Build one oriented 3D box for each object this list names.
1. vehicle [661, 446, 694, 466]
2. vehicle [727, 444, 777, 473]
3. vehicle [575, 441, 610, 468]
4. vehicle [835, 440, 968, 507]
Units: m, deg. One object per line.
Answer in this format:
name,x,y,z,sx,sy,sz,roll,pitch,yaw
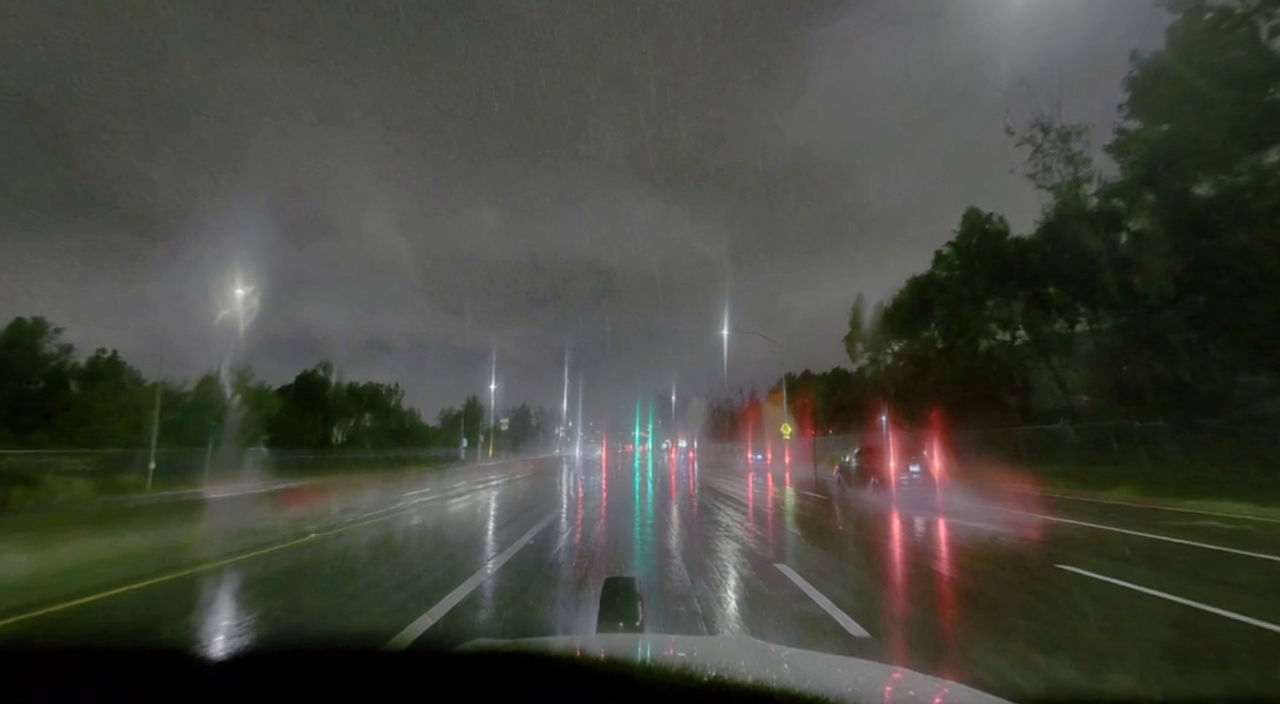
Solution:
vehicle,2.905,8.156,49.692,2.109,1.495,4.474,0,-8,-2
vehicle,6.436,6.153,36.805,1.987,1.597,4.463,0,-8,-2
vehicle,-3.409,7.507,46.385,2.230,1.827,4.406,0,-8,0
vehicle,6.627,3.082,16.468,1.838,1.518,3.713,0,-8,0
